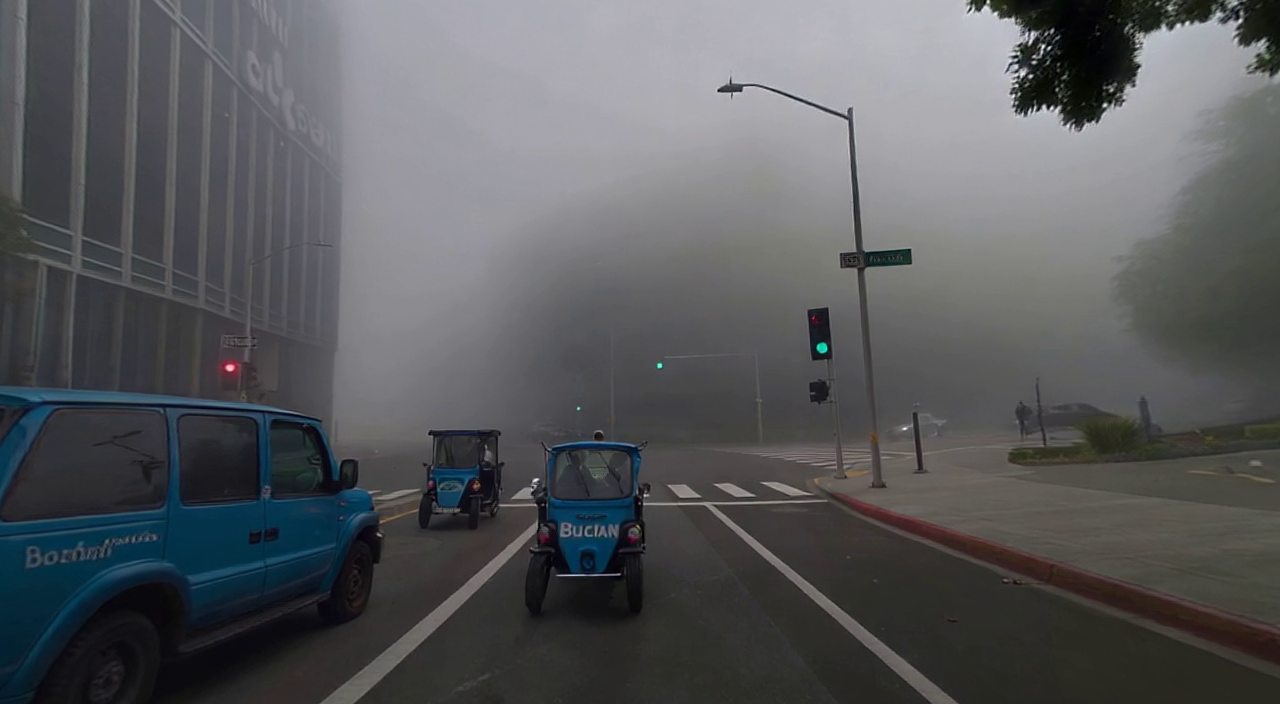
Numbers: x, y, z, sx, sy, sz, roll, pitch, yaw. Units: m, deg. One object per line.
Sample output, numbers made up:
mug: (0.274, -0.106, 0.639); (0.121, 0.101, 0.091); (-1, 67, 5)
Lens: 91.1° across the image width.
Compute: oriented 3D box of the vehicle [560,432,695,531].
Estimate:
vehicle: (-0.155, 2.258, 11.544); (2.025, 1.458, 4.085); (0, -8, 1)

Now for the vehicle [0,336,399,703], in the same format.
vehicle: (-3.609, 1.130, 4.454); (2.000, 1.809, 4.405); (0, -8, 0)

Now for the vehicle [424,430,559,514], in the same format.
vehicle: (-3.178, 2.658, 14.376); (1.935, 1.615, 4.073); (-1, -8, 2)

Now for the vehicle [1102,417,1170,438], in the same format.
vehicle: (36.764, 5.603, 46.571); (1.625, 1.449, 3.557); (6, -11, -38)

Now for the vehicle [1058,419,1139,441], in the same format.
vehicle: (30.718, 5.273, 42.110); (1.751, 1.420, 4.027); (8, -12, -43)
